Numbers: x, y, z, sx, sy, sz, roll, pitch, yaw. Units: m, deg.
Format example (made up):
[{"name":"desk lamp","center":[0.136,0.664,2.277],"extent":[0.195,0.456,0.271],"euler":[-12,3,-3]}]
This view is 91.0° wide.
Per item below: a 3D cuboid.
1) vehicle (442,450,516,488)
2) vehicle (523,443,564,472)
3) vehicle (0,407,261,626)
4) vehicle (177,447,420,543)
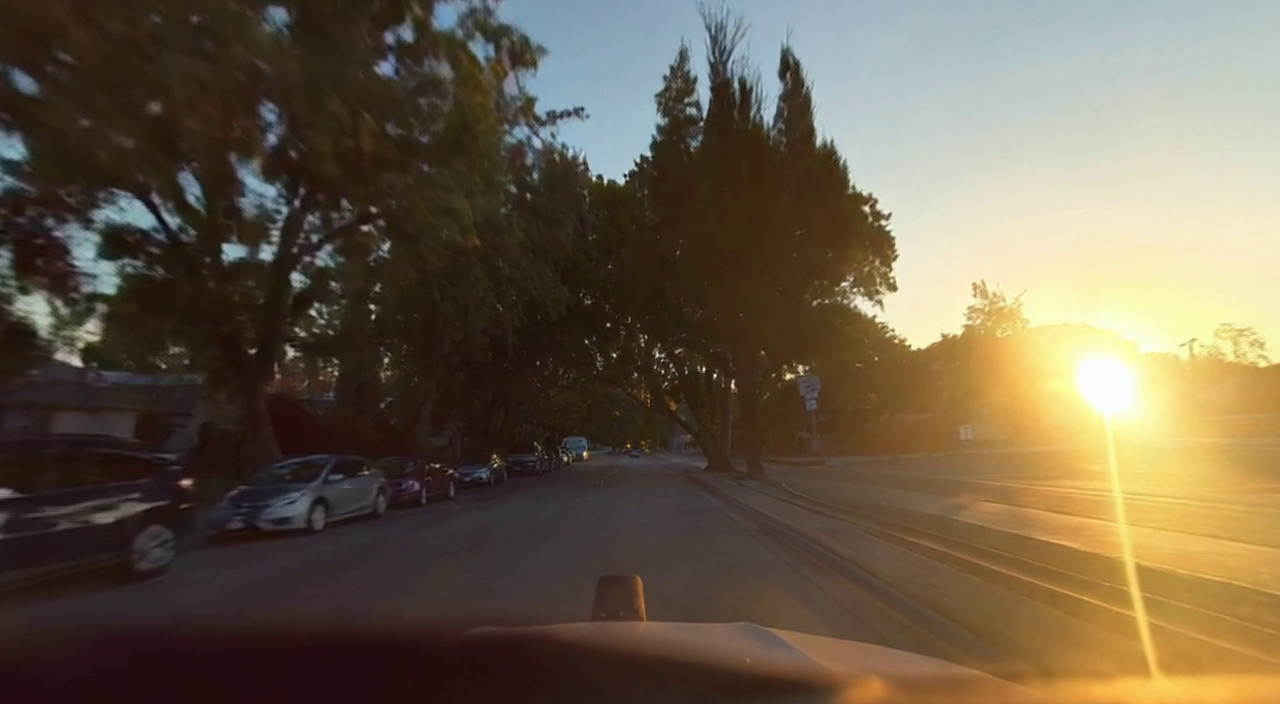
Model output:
[{"name":"vehicle","center":[-6.813,4.976,27.091],"extent":[2.056,1.477,4.318],"euler":[0,-9,-1]},{"name":"vehicle","center":[-6.744,7.461,44.578],"extent":[2.249,1.884,4.784],"euler":[2,-9,-2]},{"name":"vehicle","center":[-6.441,1.524,6.277],"extent":[2.020,1.842,5.116],"euler":[1,-9,1]},{"name":"vehicle","center":[-6.490,2.723,12.895],"extent":[2.074,1.502,5.098],"euler":[0,-8,1]}]
